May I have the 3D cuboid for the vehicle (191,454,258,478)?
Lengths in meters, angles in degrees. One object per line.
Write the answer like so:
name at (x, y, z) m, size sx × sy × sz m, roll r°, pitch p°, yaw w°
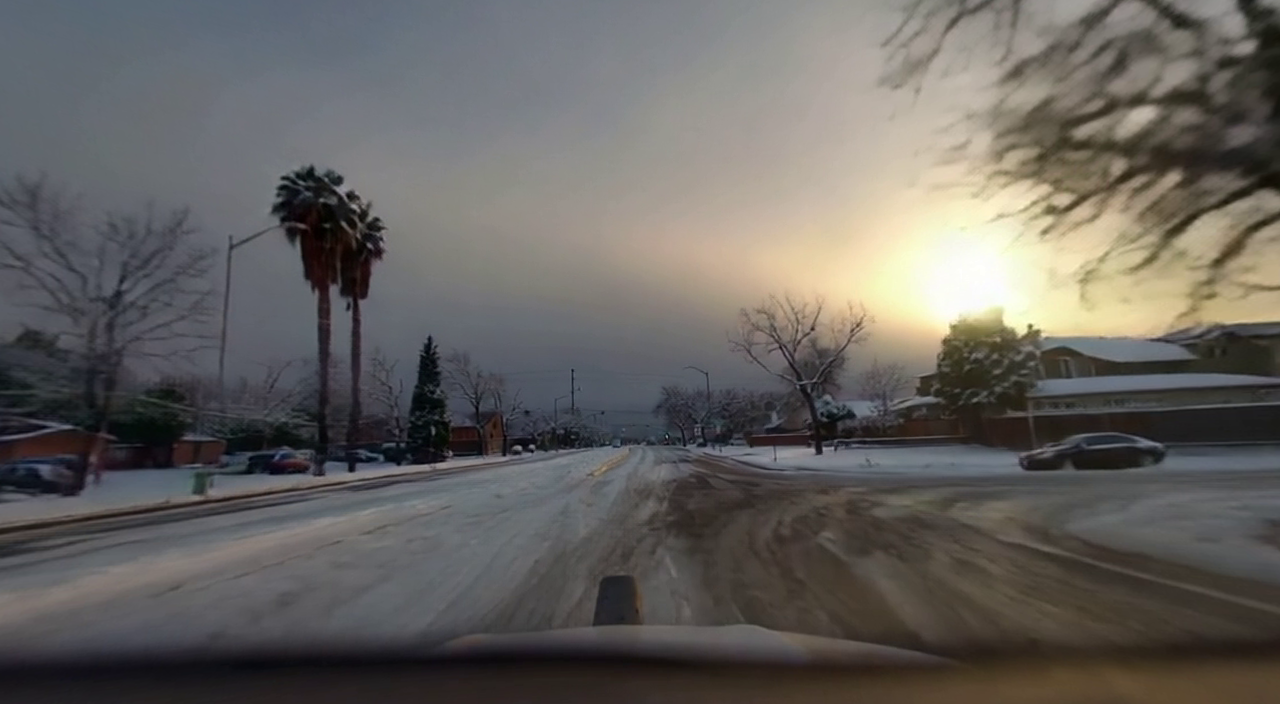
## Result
vehicle at (-31.491, 8.623, 47.841) m, size 4.716 × 1.652 × 1.917 m, roll -4°, pitch -10°, yaw 26°

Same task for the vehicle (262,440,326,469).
vehicle at (-26.515, 7.825, 48.373) m, size 4.793 × 2.087 × 1.929 m, roll -5°, pitch -9°, yaw 30°

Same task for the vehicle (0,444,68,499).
vehicle at (-26.435, 4.899, 26.384) m, size 4.714 × 1.999 × 2.272 m, roll -4°, pitch -8°, yaw 30°

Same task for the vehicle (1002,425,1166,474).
vehicle at (16.155, 3.577, 23.208) m, size 4.296 × 1.701 × 2.255 m, roll 0°, pitch -8°, yaw -1°

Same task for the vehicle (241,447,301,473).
vehicle at (-26.460, 7.736, 45.288) m, size 4.270 × 1.690 × 1.978 m, roll -7°, pitch -8°, yaw 32°

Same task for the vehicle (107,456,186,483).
vehicle at (-30.703, 7.242, 39.263) m, size 4.858 × 1.473 × 2.034 m, roll -4°, pitch -9°, yaw 29°
